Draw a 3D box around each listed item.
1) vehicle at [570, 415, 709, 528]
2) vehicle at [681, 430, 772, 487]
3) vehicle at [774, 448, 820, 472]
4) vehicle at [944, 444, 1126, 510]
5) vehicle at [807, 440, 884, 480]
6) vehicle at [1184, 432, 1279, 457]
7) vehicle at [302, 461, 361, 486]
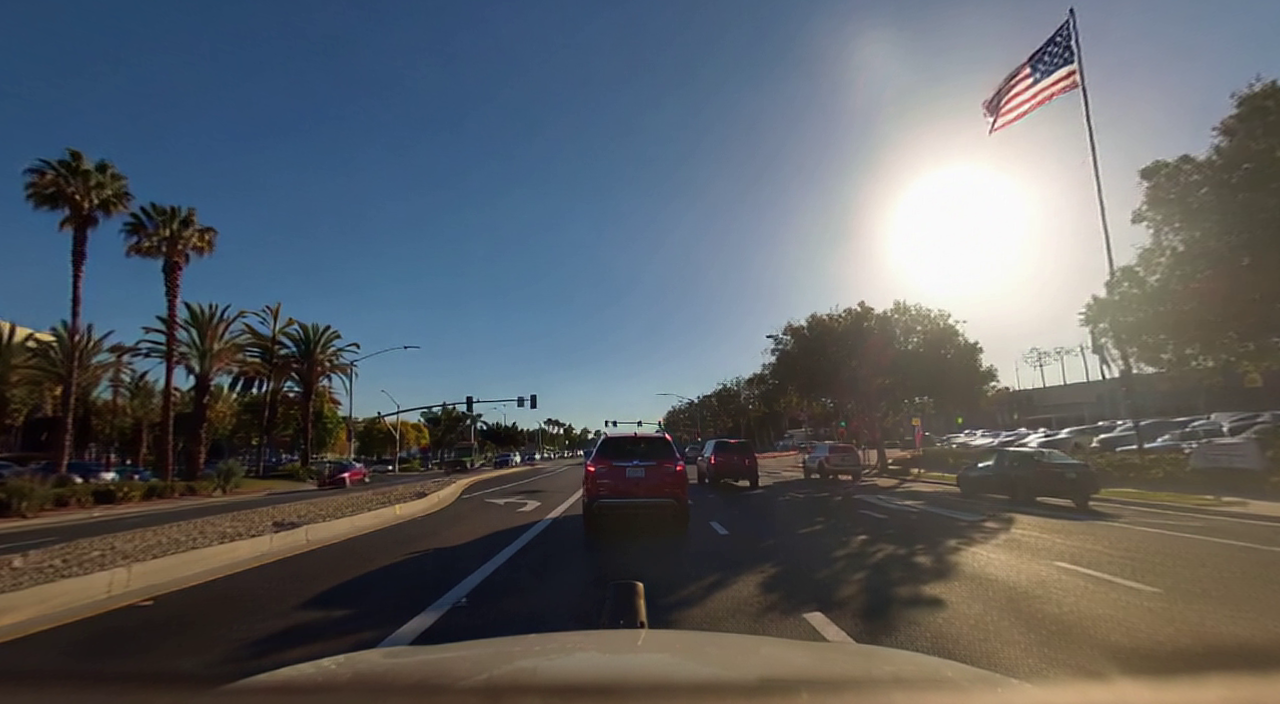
[{"bbox_3d":[-0.047,2.403,13.261,2.402,1.938,4.535,0,-8,-1],"label":"vehicle"},{"bbox_3d":[3.332,4.320,25.956,2.773,2.021,6.212,0,-8,-1],"label":"vehicle"},{"bbox_3d":[10.167,6.988,41.137,1.855,1.495,4.143,0,-8,-1],"label":"vehicle"},{"bbox_3d":[9.939,3.142,16.415,1.967,1.485,4.267,0,-8,0],"label":"vehicle"},{"bbox_3d":[10.036,5.302,31.344,2.155,1.779,4.582,0,-8,-2],"label":"vehicle"},{"bbox_3d":[36.388,5.730,38.958,1.839,1.455,4.395,0,-9,2],"label":"vehicle"},{"bbox_3d":[-21.737,8.581,44.678,1.873,1.484,4.571,-2,-8,0],"label":"vehicle"}]
